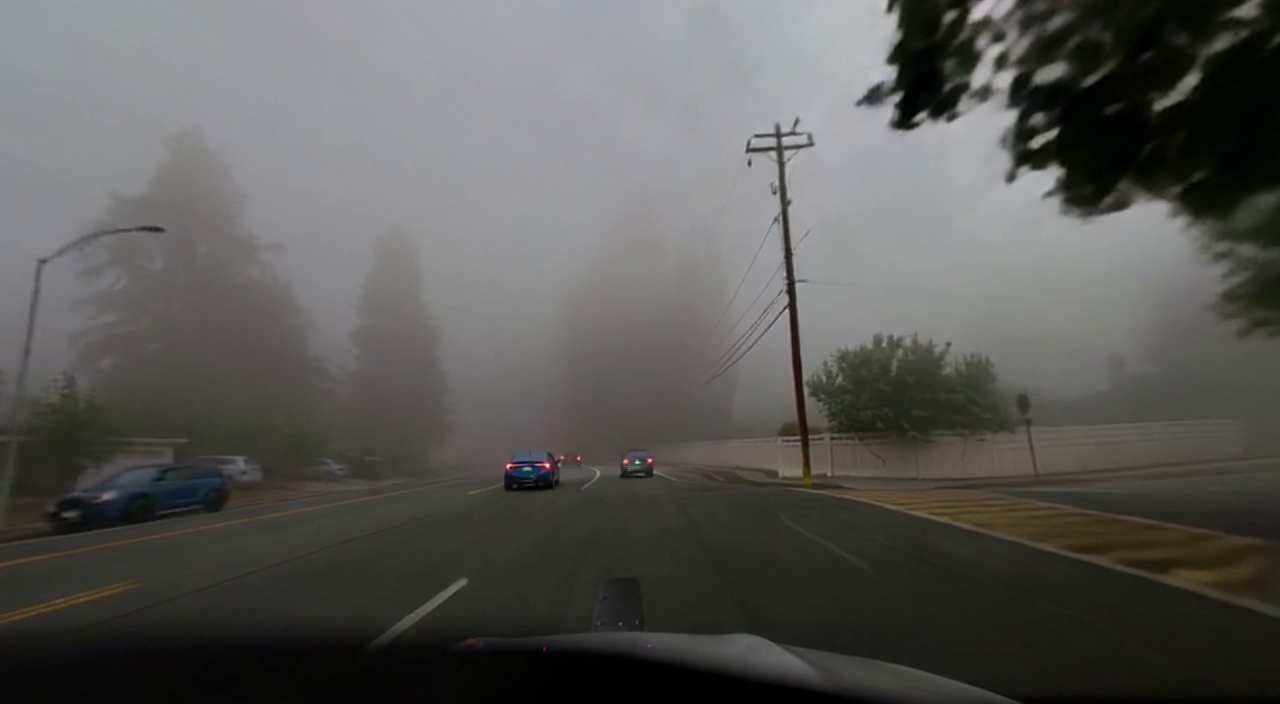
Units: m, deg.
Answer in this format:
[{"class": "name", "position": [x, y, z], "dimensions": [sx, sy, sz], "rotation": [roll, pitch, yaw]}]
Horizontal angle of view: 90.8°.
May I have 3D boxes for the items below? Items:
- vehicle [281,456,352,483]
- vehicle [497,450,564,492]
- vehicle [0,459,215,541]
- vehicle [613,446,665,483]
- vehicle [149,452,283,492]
[{"class": "vehicle", "position": [-22.129, 8.024, 43.309], "dimensions": [3.836, 1.693, 1.849], "rotation": [0, -9, -7]}, {"class": "vehicle", "position": [-4.053, 4.475, 24.138], "dimensions": [1.913, 1.425, 4.235], "rotation": [-1, -9, -2]}, {"class": "vehicle", "position": [-14.309, 3.925, 17.427], "dimensions": [2.083, 1.817, 4.532], "rotation": [-1, -9, -2]}, {"class": "vehicle", "position": [-0.132, 5.145, 29.267], "dimensions": [2.168, 1.504, 4.284], "rotation": [0, -9, -3]}, {"class": "vehicle", "position": [-23.081, 6.553, 34.593], "dimensions": [5.681, 1.954, 2.200], "rotation": [-1, -9, -1]}]
